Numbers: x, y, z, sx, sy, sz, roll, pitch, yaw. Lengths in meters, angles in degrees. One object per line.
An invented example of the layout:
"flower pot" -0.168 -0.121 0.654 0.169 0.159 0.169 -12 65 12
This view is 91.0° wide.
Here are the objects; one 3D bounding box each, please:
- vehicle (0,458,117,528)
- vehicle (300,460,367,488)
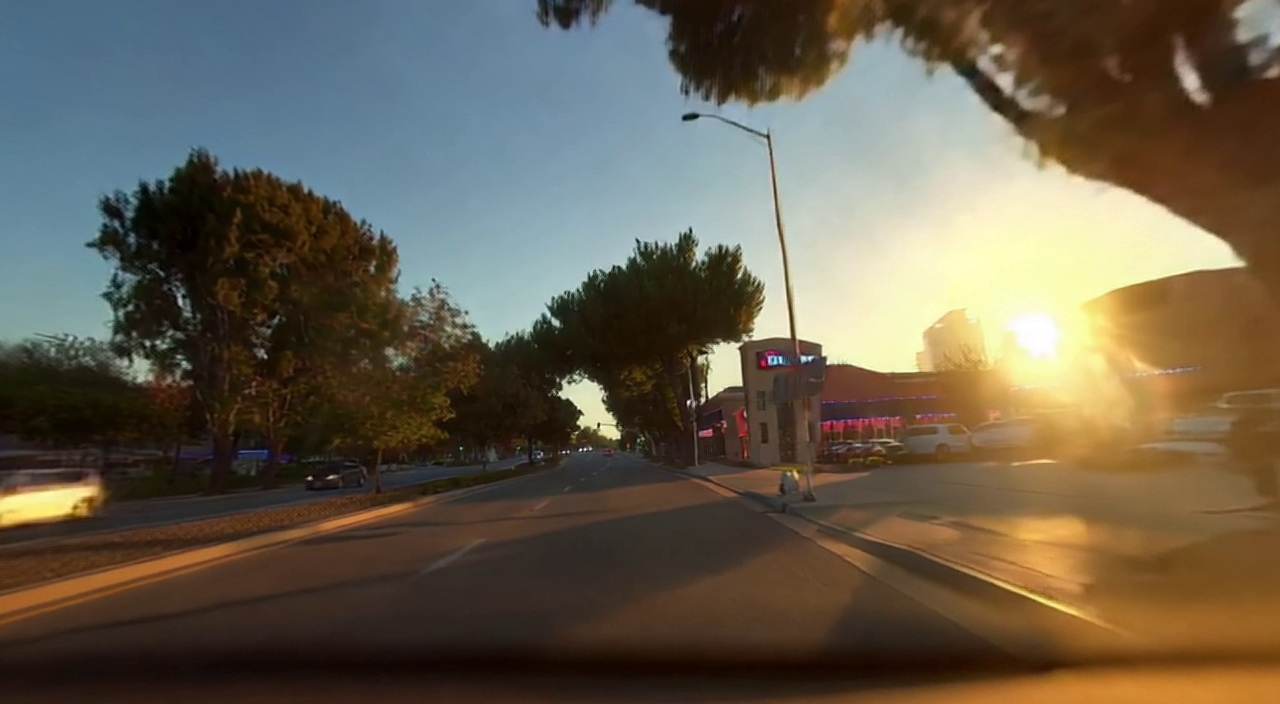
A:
"vehicle" -18.455 4.081 18.406 2.067 1.806 4.832 0 -8 0
"vehicle" -18.614 7.393 38.418 1.834 1.469 4.496 0 -8 0
